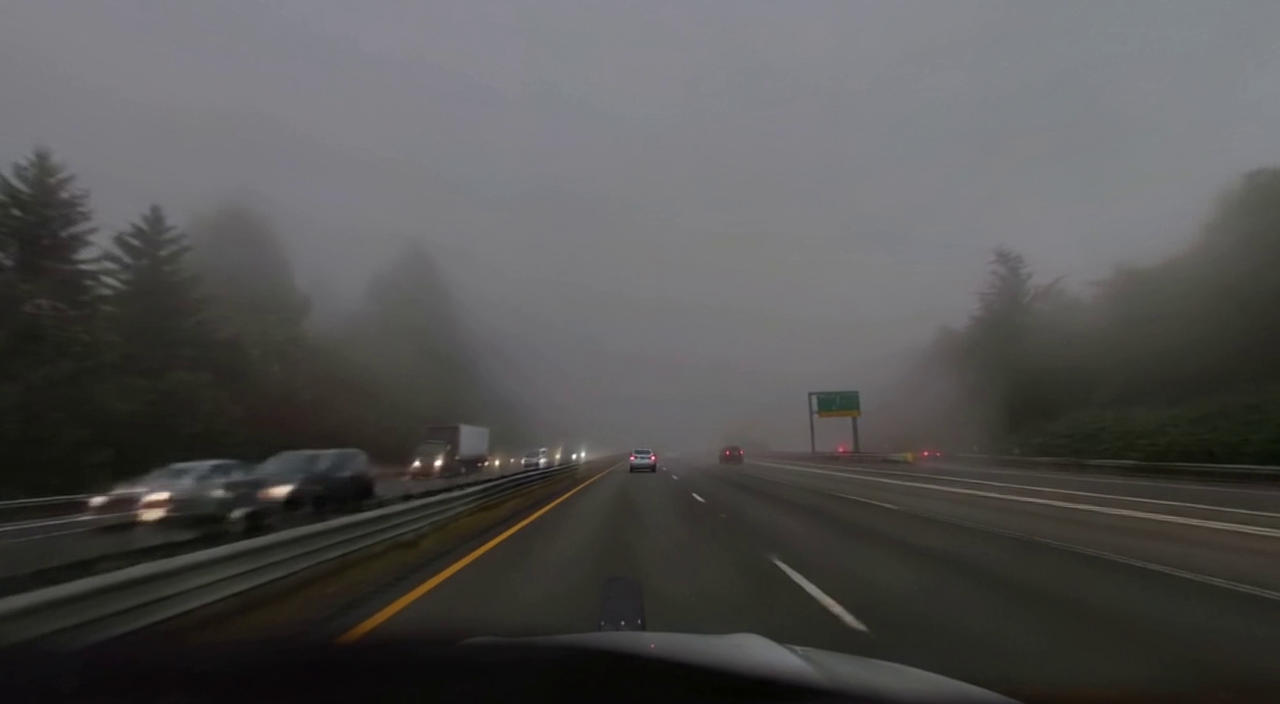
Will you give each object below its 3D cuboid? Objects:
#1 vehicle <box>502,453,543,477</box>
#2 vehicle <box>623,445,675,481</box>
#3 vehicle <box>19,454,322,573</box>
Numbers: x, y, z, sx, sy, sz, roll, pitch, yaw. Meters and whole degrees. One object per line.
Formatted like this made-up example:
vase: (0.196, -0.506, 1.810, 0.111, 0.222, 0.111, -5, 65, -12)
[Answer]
vehicle: (-8.066, 7.777, 43.695, 1.920, 1.533, 4.730, 0, -9, 1)
vehicle: (0.380, 5.031, 28.798, 2.177, 1.520, 4.278, 0, -9, 0)
vehicle: (-6.997, 2.383, 10.003, 1.956, 1.486, 3.661, 0, -9, 0)
